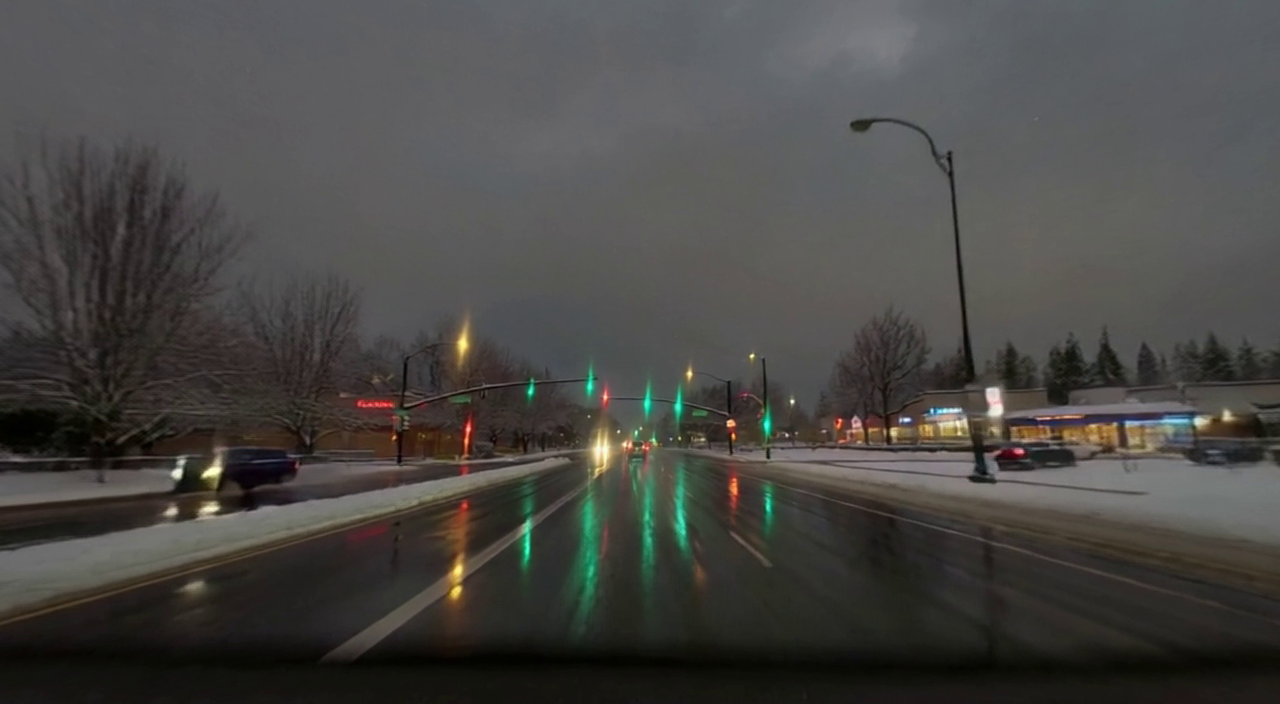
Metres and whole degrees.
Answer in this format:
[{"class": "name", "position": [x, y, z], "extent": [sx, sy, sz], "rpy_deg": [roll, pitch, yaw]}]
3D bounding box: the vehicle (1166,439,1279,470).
[{"class": "vehicle", "position": [32.551, 5.713, 35.358], "extent": [4.335, 1.675, 1.885], "rpy_deg": [0, -9, 2]}]

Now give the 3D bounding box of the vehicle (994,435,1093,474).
[{"class": "vehicle", "position": [19.518, 4.930, 30.518], "extent": [4.717, 1.714, 1.985], "rpy_deg": [5, -10, -31]}]

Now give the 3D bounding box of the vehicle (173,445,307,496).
[{"class": "vehicle", "position": [-15.658, 4.632, 25.134], "extent": [2.102, 1.800, 4.849], "rpy_deg": [0, -9, 1]}]
